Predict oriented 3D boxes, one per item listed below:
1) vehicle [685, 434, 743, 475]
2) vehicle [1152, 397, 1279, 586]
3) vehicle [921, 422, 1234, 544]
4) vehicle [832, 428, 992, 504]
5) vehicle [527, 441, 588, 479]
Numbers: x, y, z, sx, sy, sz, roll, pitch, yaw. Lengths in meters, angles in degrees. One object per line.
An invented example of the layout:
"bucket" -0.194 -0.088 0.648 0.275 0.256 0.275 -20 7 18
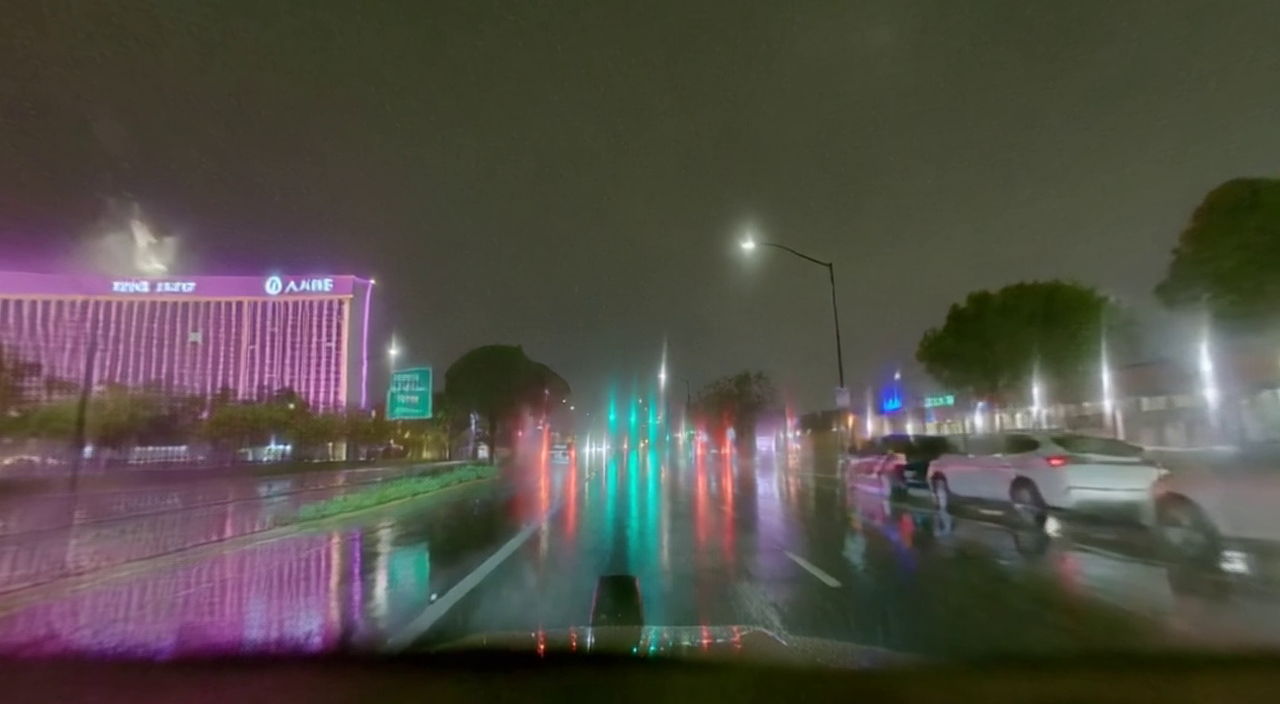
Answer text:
"vehicle" 3.384 4.770 29.527 2.083 1.743 4.354 0 -8 -1
"vehicle" 7.008 1.197 5.138 2.039 1.749 4.193 0 -8 -1
"vehicle" 6.800 2.060 10.565 2.078 1.597 4.289 0 -8 -1
"vehicle" 6.828 2.902 16.550 1.950 1.678 4.985 0 -8 0
"vehicle" -3.387 4.499 26.556 2.005 1.477 4.169 0 -8 0
